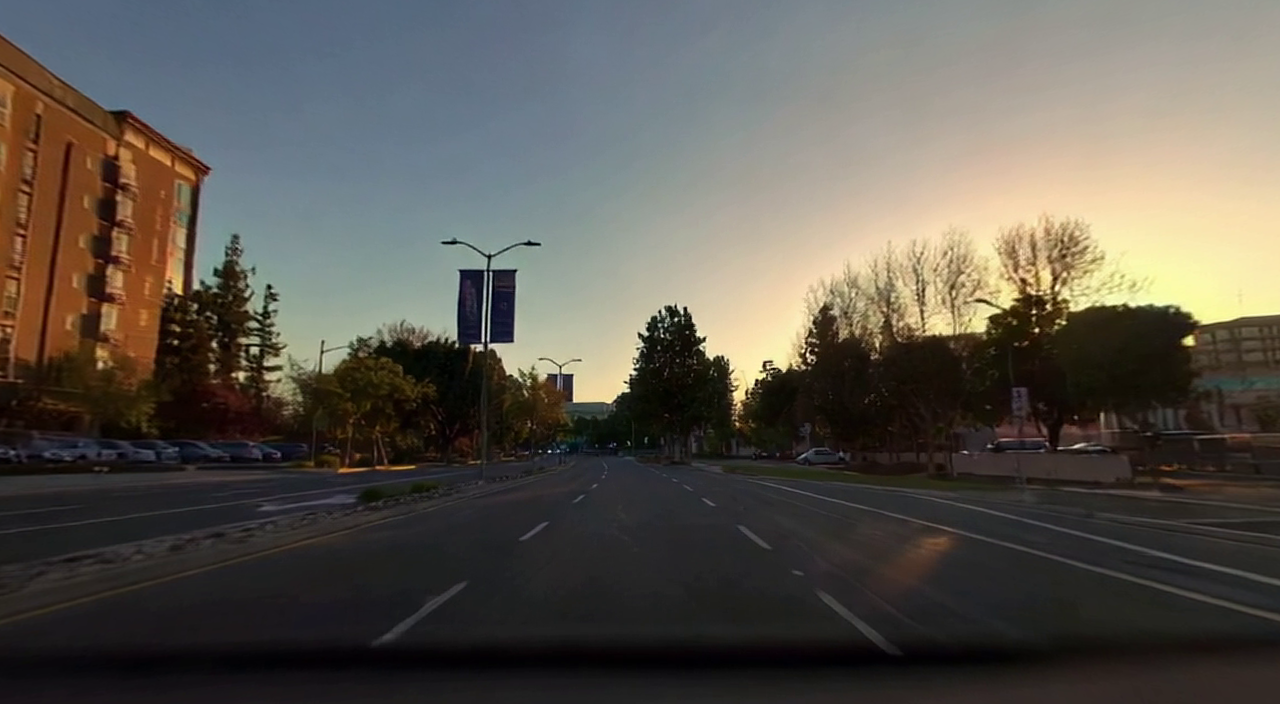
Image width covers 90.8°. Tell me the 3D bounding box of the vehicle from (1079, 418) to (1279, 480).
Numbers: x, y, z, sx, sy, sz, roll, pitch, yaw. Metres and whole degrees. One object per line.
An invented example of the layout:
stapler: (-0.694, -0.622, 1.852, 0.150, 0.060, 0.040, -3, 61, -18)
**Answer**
vehicle: (37.770, 6.731, 43.376, 3.455, 3.683, 12.209, 6, -10, -24)
